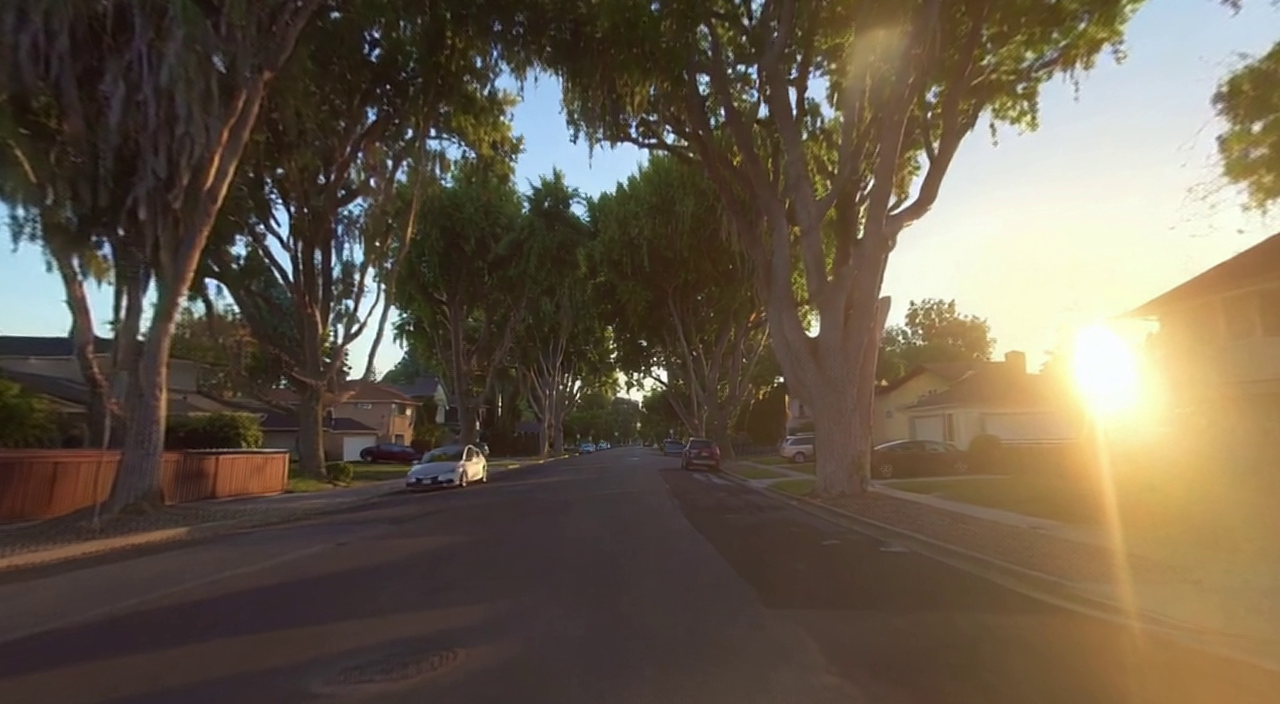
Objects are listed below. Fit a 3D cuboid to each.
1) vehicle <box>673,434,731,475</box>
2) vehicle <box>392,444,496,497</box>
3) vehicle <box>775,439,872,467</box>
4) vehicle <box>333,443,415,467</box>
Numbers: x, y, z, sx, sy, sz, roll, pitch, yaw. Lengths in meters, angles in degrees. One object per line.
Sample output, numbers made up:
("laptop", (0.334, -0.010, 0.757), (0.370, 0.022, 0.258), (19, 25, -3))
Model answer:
("vehicle", (3.017, 5.138, 31.938), (2.241, 1.875, 5.059), (0, -8, -2))
("vehicle", (-6.510, 3.939, 21.551), (2.099, 1.399, 4.357), (-4, -7, 1))
("vehicle", (10.212, 5.684, 35.515), (5.041, 1.486, 1.969), (-2, -8, 11))
("vehicle", (-16.410, 6.355, 39.074), (4.276, 1.463, 1.832), (-1, -8, 6))
